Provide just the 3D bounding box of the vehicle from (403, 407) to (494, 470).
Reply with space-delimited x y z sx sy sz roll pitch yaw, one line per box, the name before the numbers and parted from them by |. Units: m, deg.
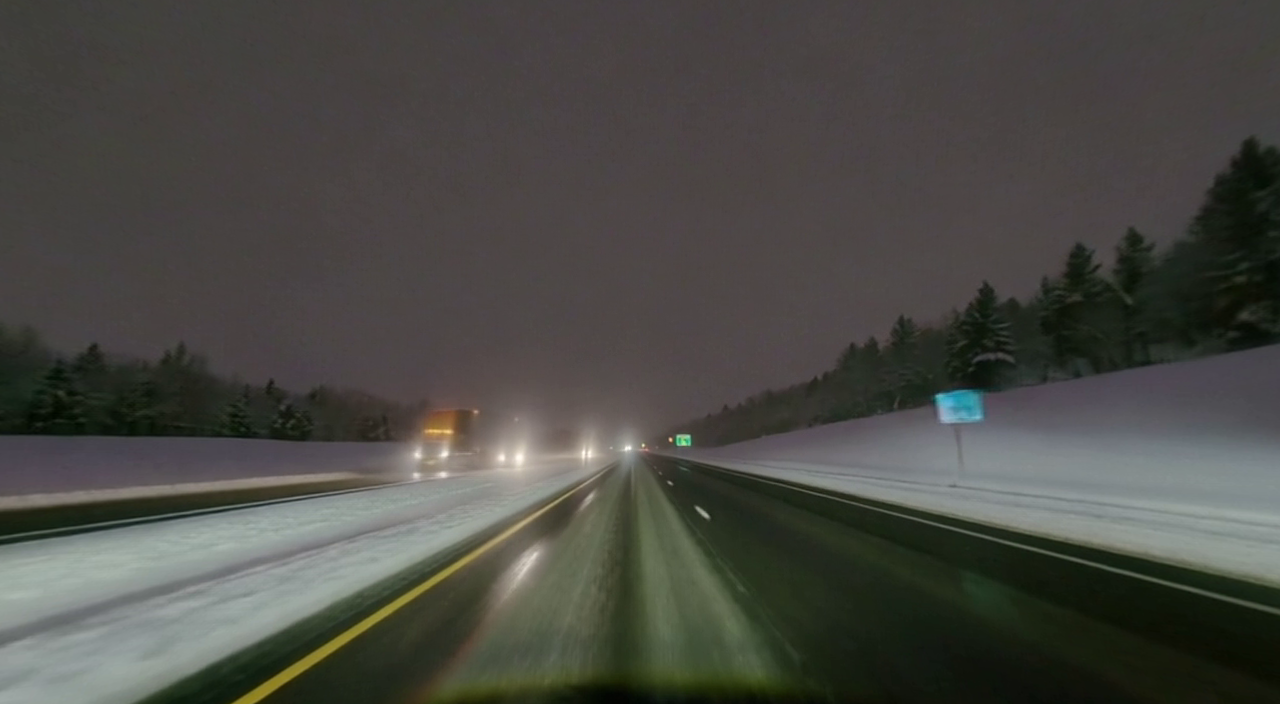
vehicle | -12.535 5.917 42.520 2.962 3.737 10.070 0 -9 0
